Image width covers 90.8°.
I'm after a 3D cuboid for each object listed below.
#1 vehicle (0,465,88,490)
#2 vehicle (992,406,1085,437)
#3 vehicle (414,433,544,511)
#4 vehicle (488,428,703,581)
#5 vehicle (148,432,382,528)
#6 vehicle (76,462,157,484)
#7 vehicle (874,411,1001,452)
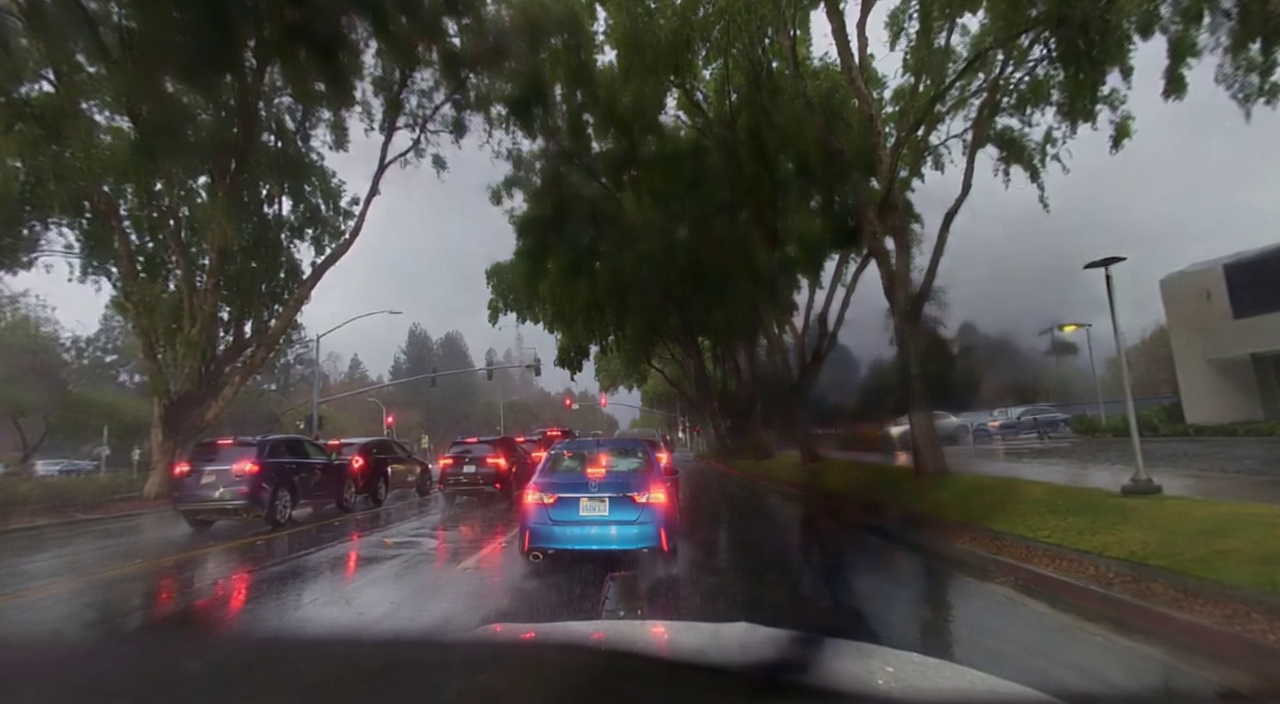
[{"bbox_3d":[-36.622,7.633,38.544,4.093,1.440,1.804,0,-9,0],"label":"vehicle"},{"bbox_3d":[28.231,4.968,44.998,5.333,1.880,2.130,-7,-9,28],"label":"vehicle"},{"bbox_3d":[-3.624,2.768,15.021,1.969,1.570,4.019,0,-9,1],"label":"vehicle"},{"bbox_3d":[-0.419,1.802,8.235,2.104,1.472,3.946,0,-9,0],"label":"vehicle"},{"bbox_3d":[-7.278,2.506,12.942,2.096,1.593,4.288,0,-9,1],"label":"vehicle"},{"bbox_3d":[-36.342,8.392,43.883,3.918,1.423,1.861,0,-9,-1],"label":"vehicle"},{"bbox_3d":[13.940,3.779,29.826,4.975,1.809,1.956,0,-9,1],"label":"vehicle"}]
